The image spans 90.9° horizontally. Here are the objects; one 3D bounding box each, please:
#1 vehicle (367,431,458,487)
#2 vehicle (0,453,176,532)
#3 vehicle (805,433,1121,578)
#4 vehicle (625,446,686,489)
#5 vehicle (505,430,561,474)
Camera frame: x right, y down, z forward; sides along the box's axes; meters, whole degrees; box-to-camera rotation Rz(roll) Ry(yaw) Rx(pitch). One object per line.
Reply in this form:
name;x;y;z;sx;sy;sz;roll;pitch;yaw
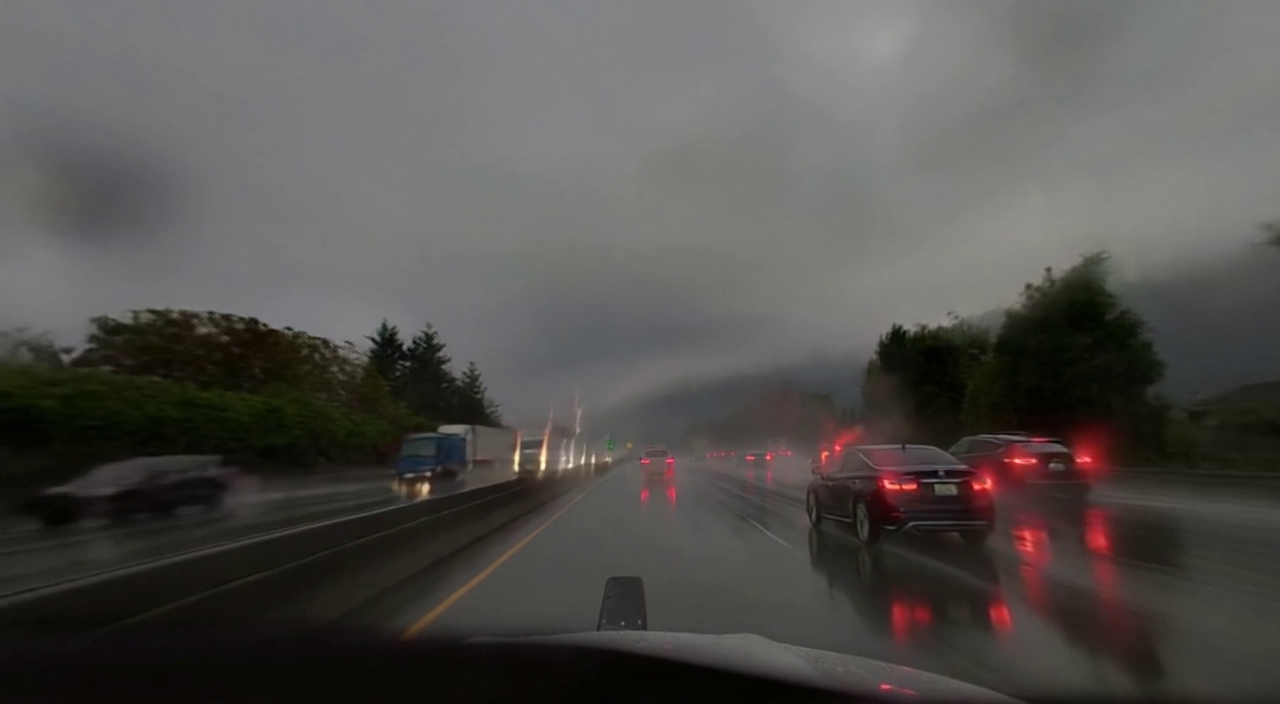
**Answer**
vehicle;-11.937;5.688;33.682;2.479;2.706;5.906;0;-9;2
vehicle;-14.394;3.416;15.872;2.095;1.670;4.187;0;-9;2
vehicle;3.906;1.925;8.707;2.029;1.475;4.279;0;-9;-1
vehicle;0.569;4.436;24.555;2.177;1.520;4.278;0;-9;1
vehicle;-7.756;7.378;46.706;2.687;2.948;7.422;0;-9;1
